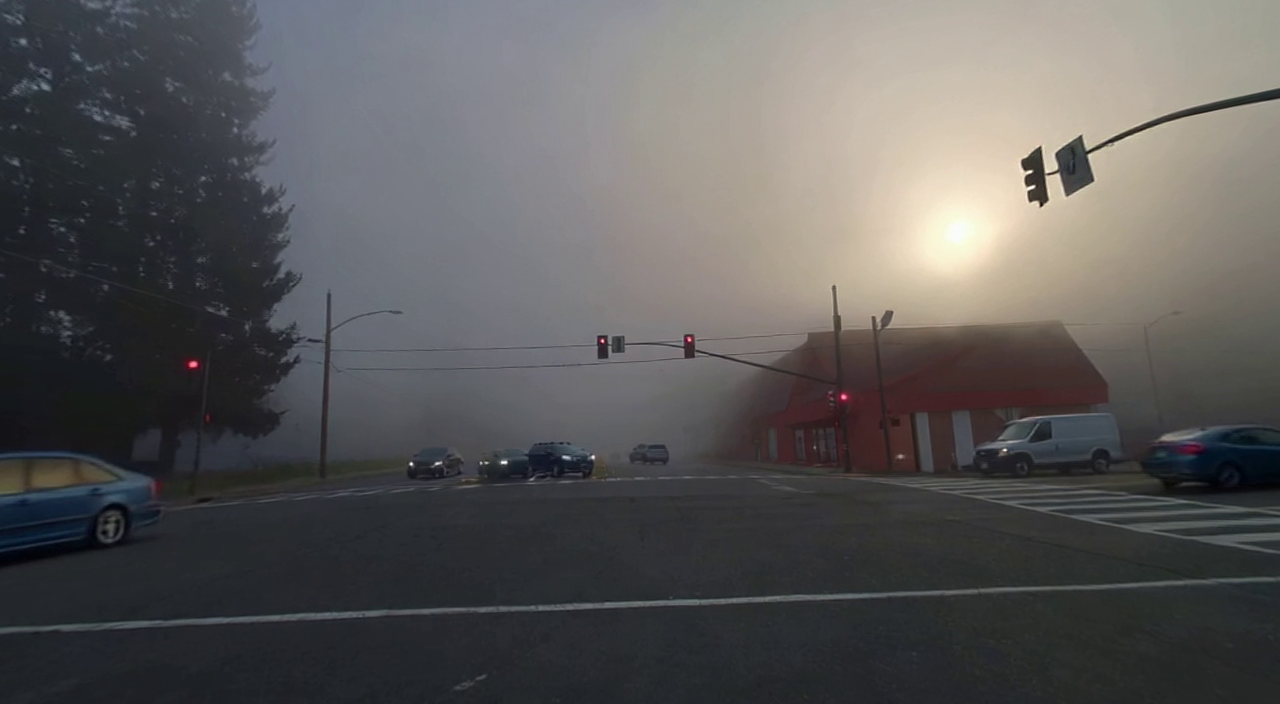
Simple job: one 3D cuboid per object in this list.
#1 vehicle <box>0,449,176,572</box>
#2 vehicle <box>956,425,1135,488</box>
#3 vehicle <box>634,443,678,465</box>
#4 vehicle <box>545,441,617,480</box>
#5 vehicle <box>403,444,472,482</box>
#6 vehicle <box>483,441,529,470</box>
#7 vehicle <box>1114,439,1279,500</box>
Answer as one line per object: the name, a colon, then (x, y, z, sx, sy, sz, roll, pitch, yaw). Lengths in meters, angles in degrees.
vehicle: (-8.701, 2.000, 8.174, 2.024, 1.460, 4.381, 0, -9, 0)
vehicle: (14.819, 3.784, 23.129, 5.910, 2.046, 2.228, 3, -9, -20)
vehicle: (1.013, 7.074, 44.105, 1.919, 1.453, 4.828, 2, -9, -13)
vehicle: (-2.564, 4.476, 26.391, 1.935, 1.464, 4.562, 3, -9, -19)
vehicle: (-8.635, 4.744, 27.357, 1.779, 1.460, 4.463, 0, -9, -4)
vehicle: (-8.611, 6.693, 41.081, 2.087, 1.718, 4.700, 0, -9, -2)
vehicle: (14.669, 2.893, 15.730, 4.228, 1.416, 1.846, 0, -9, -1)
